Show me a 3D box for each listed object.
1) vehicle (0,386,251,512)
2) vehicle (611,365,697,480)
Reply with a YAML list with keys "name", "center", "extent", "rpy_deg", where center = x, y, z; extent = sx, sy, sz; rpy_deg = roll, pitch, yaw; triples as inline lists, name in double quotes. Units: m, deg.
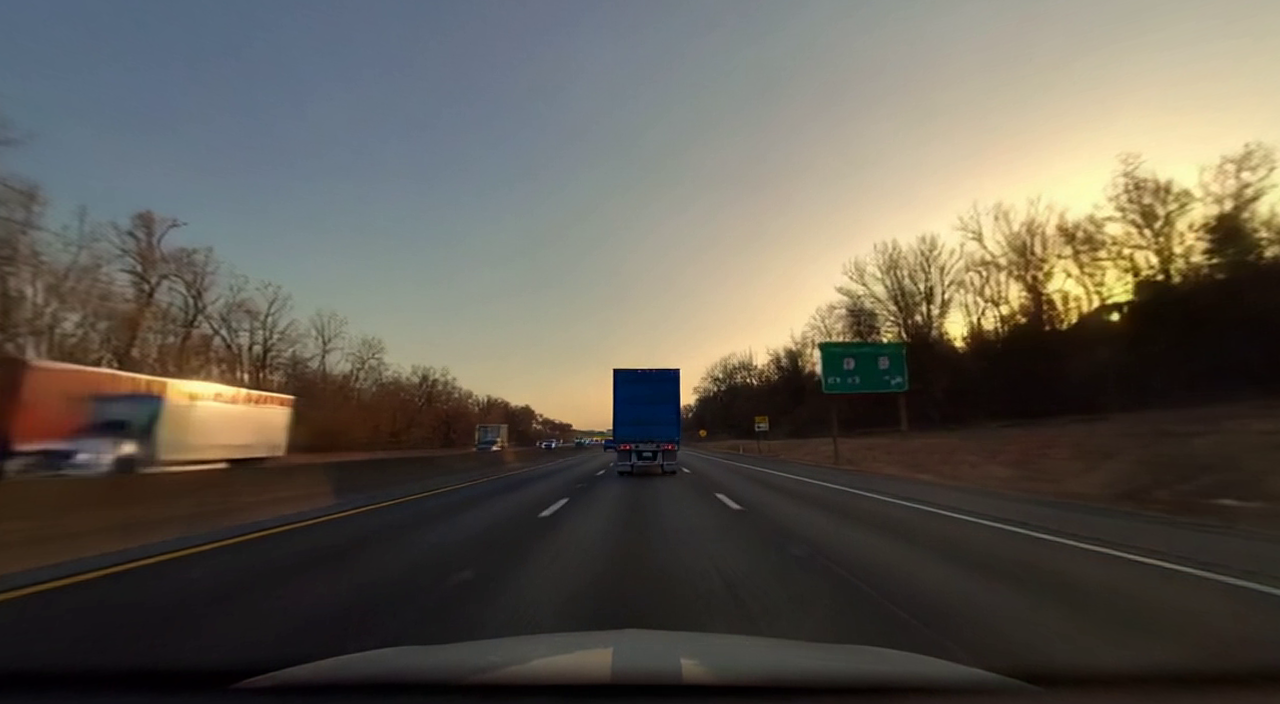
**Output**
- name: "vehicle"
  center: [-13.329, 2.434, 16.054]
  extent: [2.293, 2.516, 6.817]
  rpy_deg: [0, -8, 0]
- name: "vehicle"
  center: [0.563, 3.233, 27.426]
  extent: [3.010, 4.039, 10.481]
  rpy_deg: [0, -8, 1]
